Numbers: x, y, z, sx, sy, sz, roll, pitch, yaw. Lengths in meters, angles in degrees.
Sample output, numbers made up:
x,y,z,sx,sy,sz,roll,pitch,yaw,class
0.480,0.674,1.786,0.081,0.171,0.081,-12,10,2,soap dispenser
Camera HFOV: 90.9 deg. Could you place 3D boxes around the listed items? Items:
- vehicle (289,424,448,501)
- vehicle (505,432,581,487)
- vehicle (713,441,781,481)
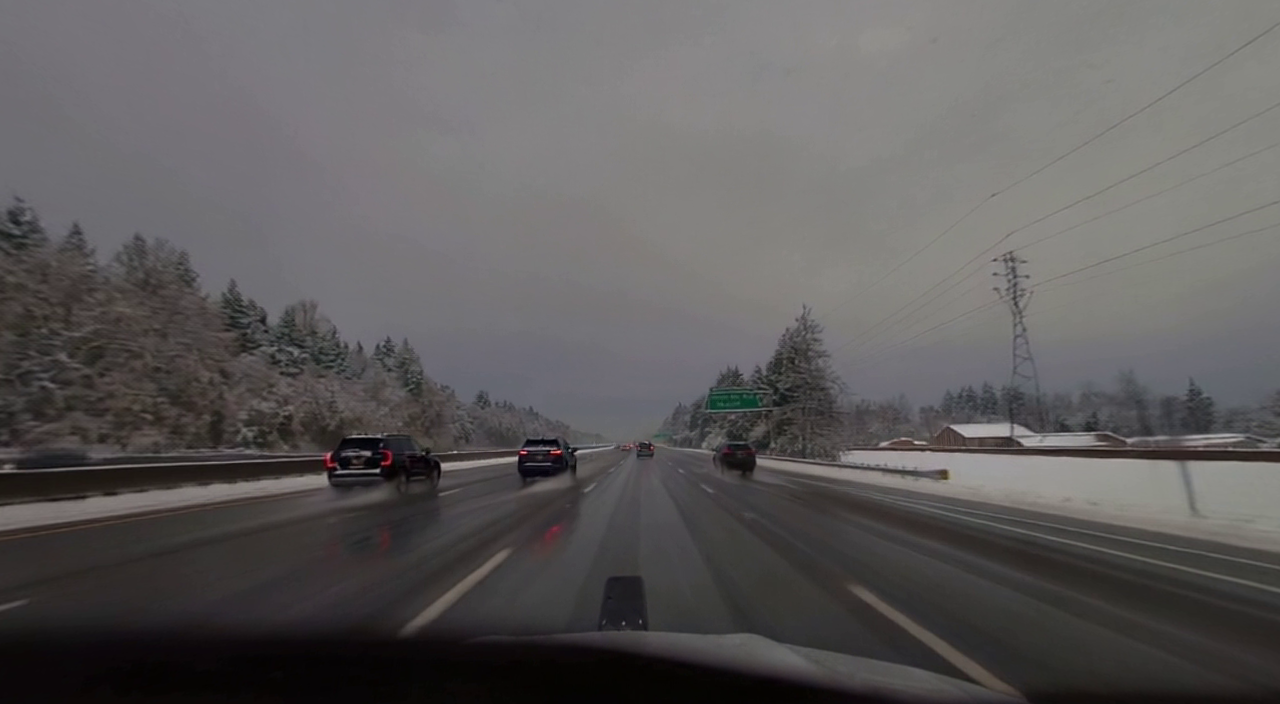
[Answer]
x,y,z,sx,sy,sz,roll,pitch,yaw,class
-7.246,2.996,17.558,2.162,1.805,4.853,0,-8,2,vehicle
-3.250,3.682,21.967,1.961,1.704,4.052,0,-8,1,vehicle
4.260,4.389,25.795,1.964,1.479,4.252,0,-8,-1,vehicle
